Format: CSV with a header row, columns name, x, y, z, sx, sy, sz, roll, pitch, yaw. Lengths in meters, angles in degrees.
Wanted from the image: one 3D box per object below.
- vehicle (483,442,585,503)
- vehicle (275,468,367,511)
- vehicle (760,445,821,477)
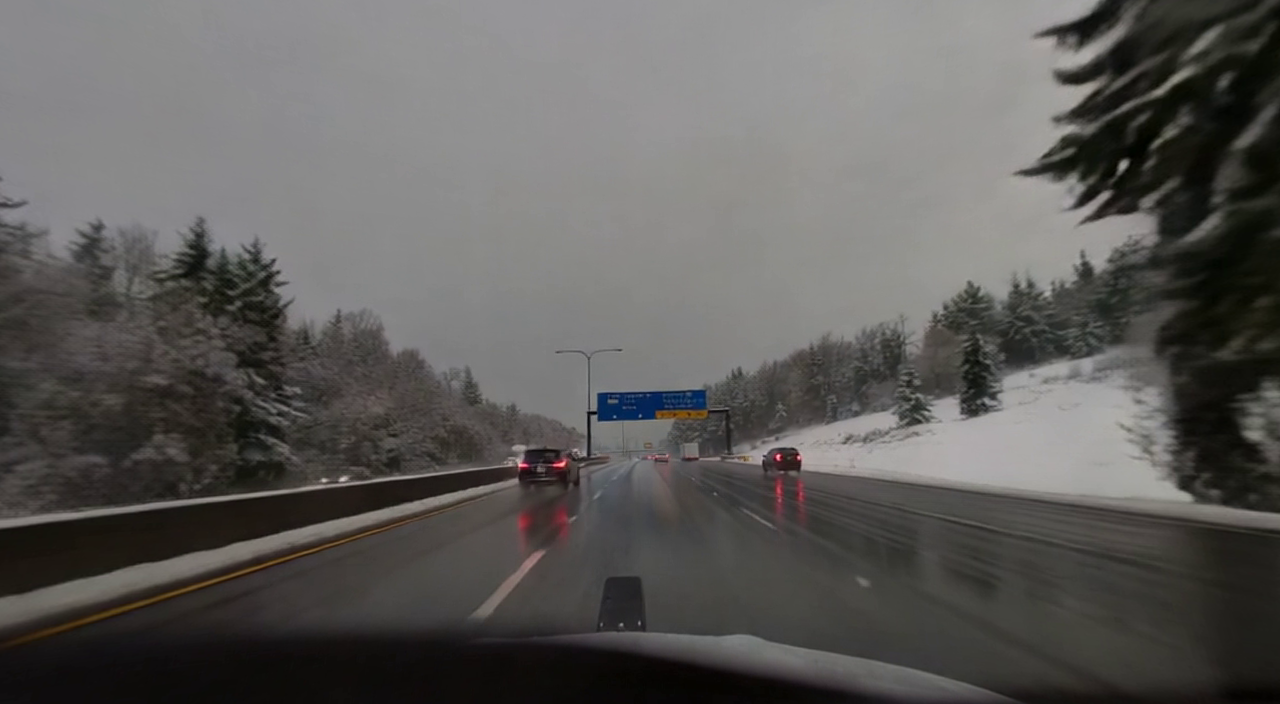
name,x,y,z,sx,sy,sz,roll,pitch,yaw
vehicle,-2.935,3.465,18.512,2.191,1.563,4.318,0,-9,1
vehicle,-11.862,5.106,23.674,1.628,1.353,3.499,0,-9,0
vehicle,7.628,5.567,32.426,1.943,1.493,4.507,0,-9,-1
